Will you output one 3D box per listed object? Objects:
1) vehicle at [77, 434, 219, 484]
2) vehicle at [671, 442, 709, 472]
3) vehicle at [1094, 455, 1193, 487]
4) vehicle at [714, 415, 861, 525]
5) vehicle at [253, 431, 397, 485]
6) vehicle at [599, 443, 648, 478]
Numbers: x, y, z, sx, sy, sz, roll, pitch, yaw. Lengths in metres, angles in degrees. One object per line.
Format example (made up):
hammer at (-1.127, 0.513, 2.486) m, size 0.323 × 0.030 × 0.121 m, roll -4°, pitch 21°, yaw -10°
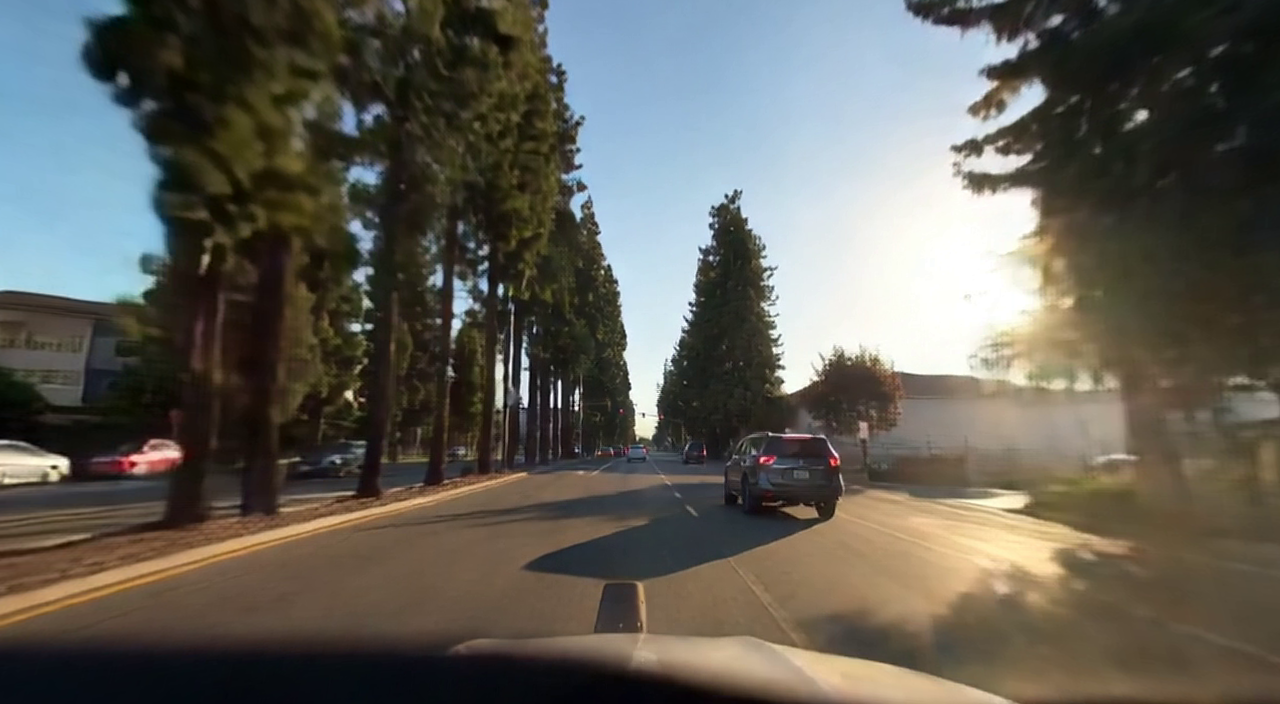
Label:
vehicle at (-19.323, 4.204, 25.124) m, size 1.958 × 1.756 × 4.530 m, roll -1°, pitch -9°, yaw 0°
vehicle at (3.019, 6.501, 39.300) m, size 1.922 × 1.708 × 4.126 m, roll 0°, pitch -9°, yaw -1°
vehicle at (29.058, 6.858, 36.682) m, size 1.912 × 1.598 × 4.602 m, roll -1°, pitch -8°, yaw 0°
vehicle at (2.917, 2.449, 13.588) m, size 2.035 × 1.940 × 4.299 m, roll 1°, pitch -9°, yaw -1°
vehicle at (-11.585, 3.973, 23.909) m, size 2.496 × 1.750 × 5.670 m, roll -1°, pitch -9°, yaw 1°
vehicle at (-0.707, 4.966, 29.124) m, size 2.119 × 1.460 × 3.847 m, roll -1°, pitch -9°, yaw 0°
